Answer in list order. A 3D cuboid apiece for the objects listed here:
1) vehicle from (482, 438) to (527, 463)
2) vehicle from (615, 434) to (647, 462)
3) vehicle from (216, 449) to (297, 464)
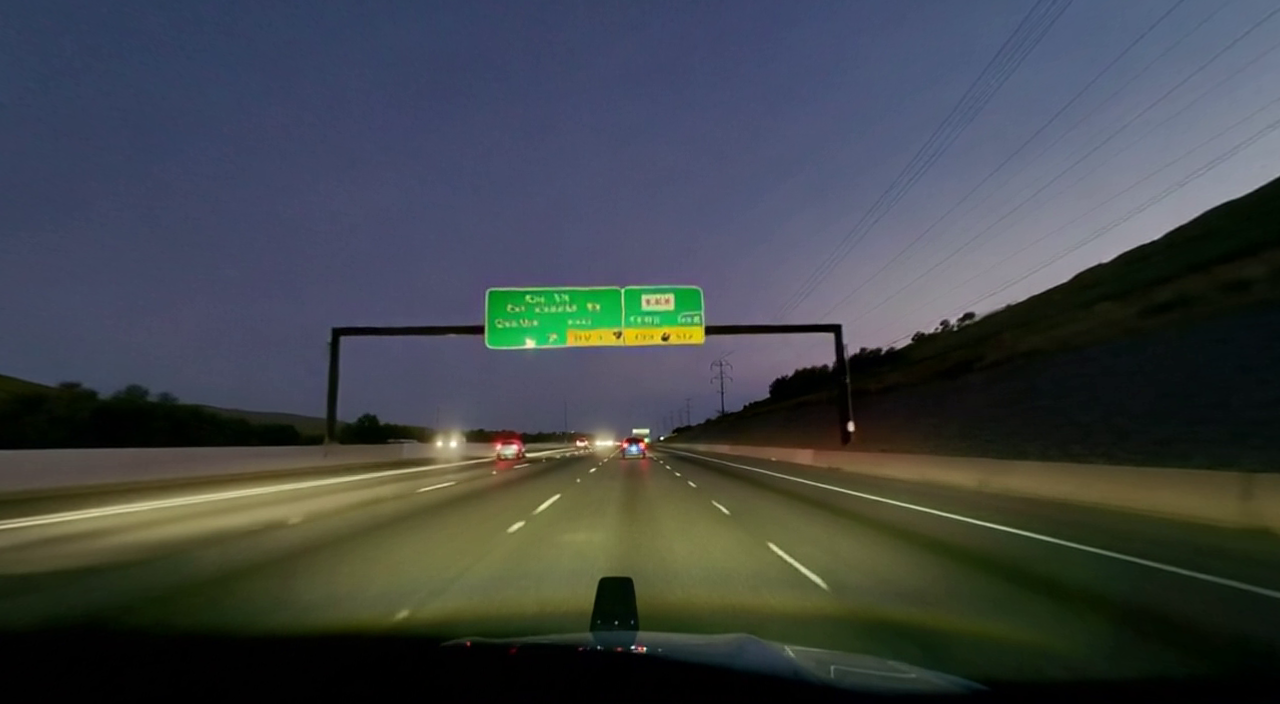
[{"bbox_3d":[-8.745,6.379,40.886,2.047,1.486,4.306,0,-8,-1],"label":"vehicle"},{"bbox_3d":[-0.599,6.284,41.308,2.040,1.715,3.906,0,-8,-1],"label":"vehicle"},{"bbox_3d":[-23.084,6.315,38.083,2.163,0.794,4.642,0,-8,-2],"label":"vehicle"}]
